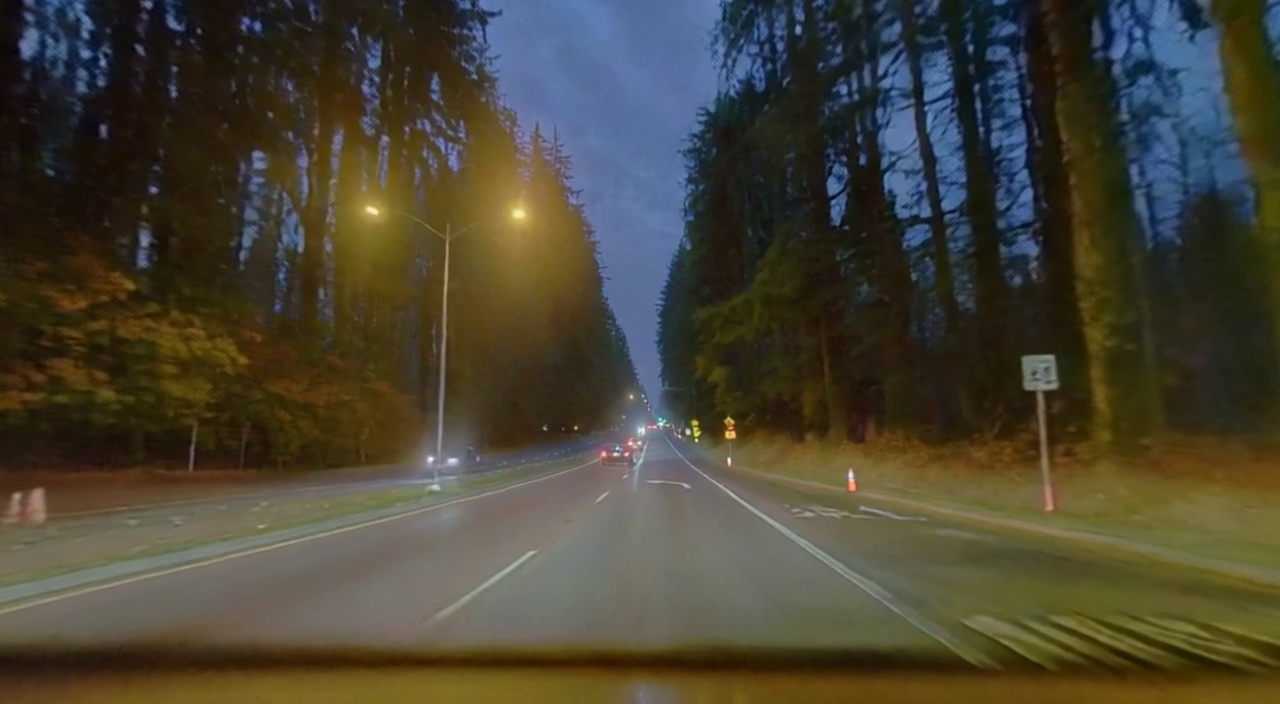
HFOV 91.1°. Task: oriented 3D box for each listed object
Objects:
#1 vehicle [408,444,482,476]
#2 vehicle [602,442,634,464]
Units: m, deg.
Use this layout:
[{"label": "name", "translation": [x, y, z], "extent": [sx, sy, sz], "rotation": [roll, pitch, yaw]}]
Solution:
[{"label": "vehicle", "translation": [-9.640, 5.365, 31.450], "extent": [1.953, 1.471, 4.670], "rotation": [0, -9, 4]}, {"label": "vehicle", "translation": [-1.551, 7.397, 45.893], "extent": [2.029, 1.511, 3.922], "rotation": [0, -9, 2]}]
